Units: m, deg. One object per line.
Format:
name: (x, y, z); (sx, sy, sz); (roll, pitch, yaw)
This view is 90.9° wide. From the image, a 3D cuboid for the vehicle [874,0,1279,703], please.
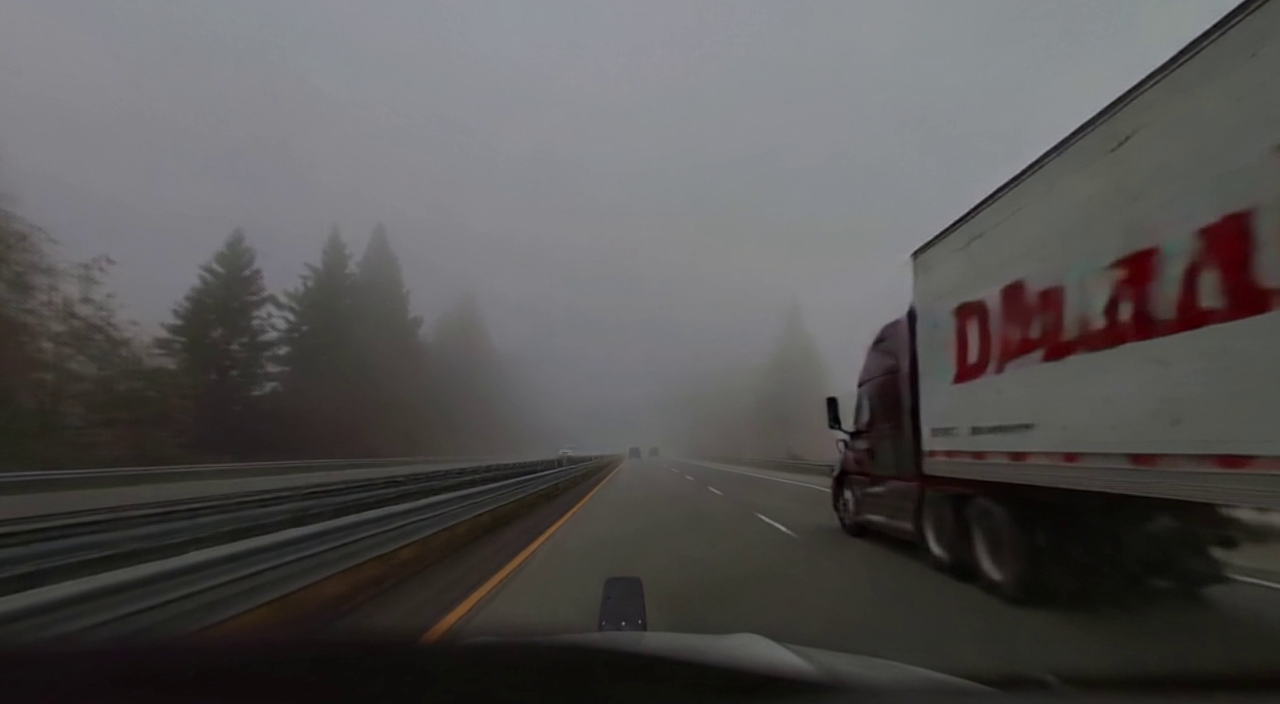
vehicle: (4.011, -0.245, 1.035); (2.876, 3.419, 11.591); (0, -9, 0)
